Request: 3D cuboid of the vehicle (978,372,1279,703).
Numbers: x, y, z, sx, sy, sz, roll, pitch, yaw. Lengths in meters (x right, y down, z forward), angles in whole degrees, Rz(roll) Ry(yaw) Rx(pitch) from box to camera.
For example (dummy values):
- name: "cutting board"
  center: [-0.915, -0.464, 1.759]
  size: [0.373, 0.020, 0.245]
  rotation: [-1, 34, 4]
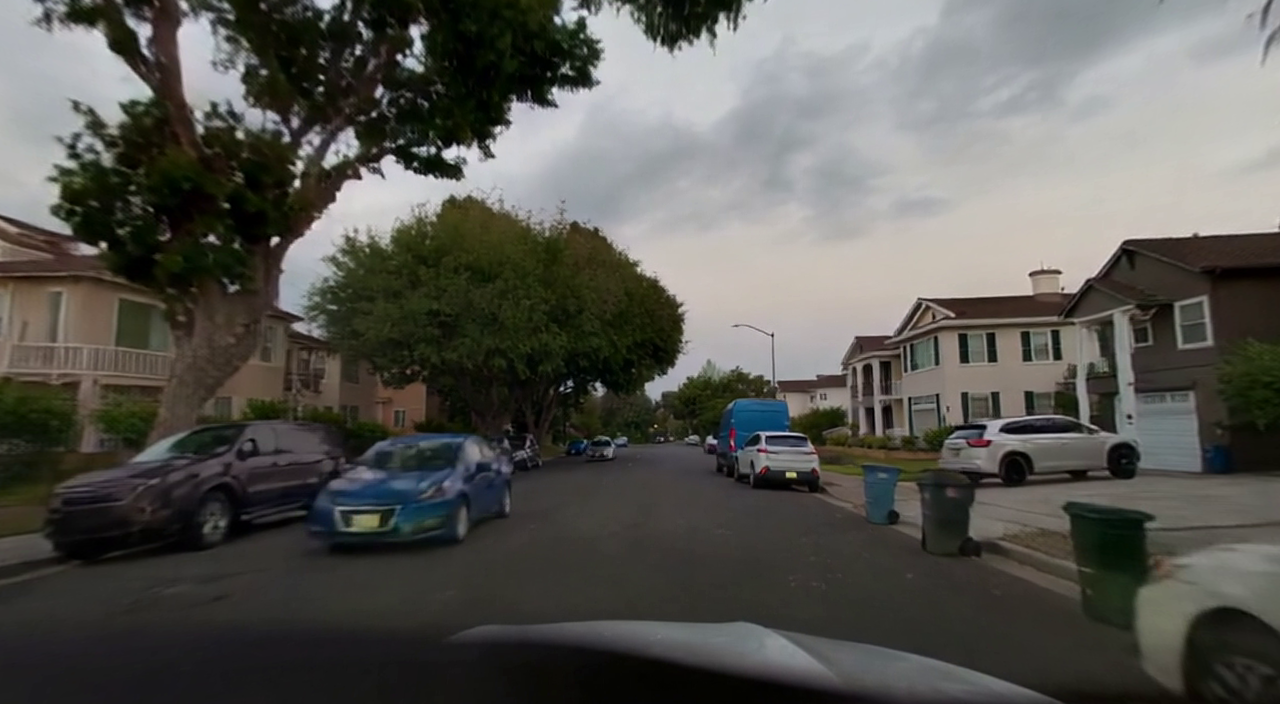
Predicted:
- name: "vehicle"
  center: [2.850, 0.719, 1.117]
  size: [2.052, 1.499, 4.699]
  rotation: [0, -8, 2]

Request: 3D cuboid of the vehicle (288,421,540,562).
- name: "vehicle"
  center: [-2.765, 1.764, 8.786]
  size: [1.889, 1.505, 3.849]
  rotation: [-1, -8, 4]

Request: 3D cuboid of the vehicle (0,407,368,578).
- name: "vehicle"
  center: [-5.841, 1.731, 8.881]
  size: [1.872, 1.670, 4.428]
  rotation: [-4, -7, 3]

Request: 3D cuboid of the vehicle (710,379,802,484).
- name: "vehicle"
  center: [3.779, 2.761, 21.891]
  size: [2.317, 3.096, 6.383]
  rotation: [-1, -8, 3]

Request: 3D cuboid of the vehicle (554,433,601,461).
- name: "vehicle"
  center: [-3.632, 5.618, 37.481]
  size: [1.941, 1.515, 3.995]
  rotation: [-1, -8, 7]

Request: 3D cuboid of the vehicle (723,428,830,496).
- name: "vehicle"
  center: [3.346, 2.754, 16.345]
  size: [1.955, 1.500, 4.410]
  rotation: [0, -8, 2]
